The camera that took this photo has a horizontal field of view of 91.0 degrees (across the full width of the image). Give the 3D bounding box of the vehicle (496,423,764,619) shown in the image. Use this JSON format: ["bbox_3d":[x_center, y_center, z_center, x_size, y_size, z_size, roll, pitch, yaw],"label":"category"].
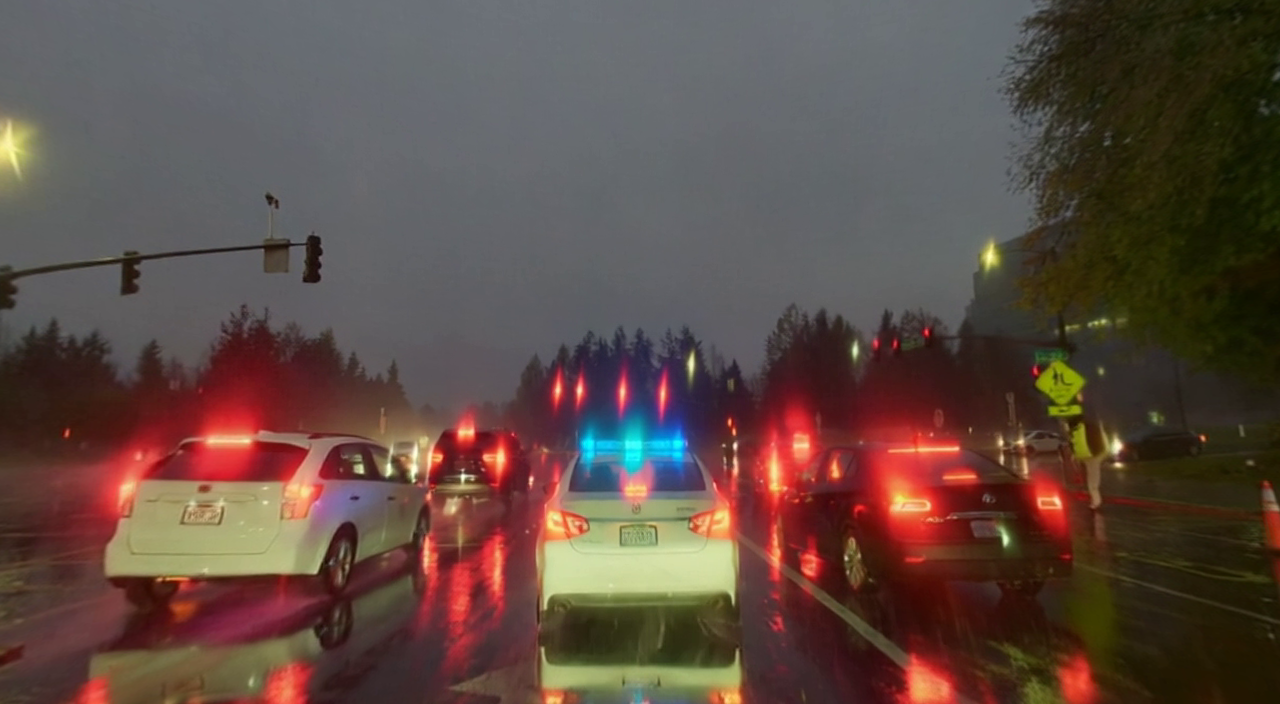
[{"bbox_3d":[-0.122,1.626,7.084,2.061,1.486,4.332,0,-8,-1],"label":"vehicle"}]

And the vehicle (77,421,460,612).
[{"bbox_3d":[-3.595,1.630,7.156,1.863,1.526,4.006,0,-8,0],"label":"vehicle"}]

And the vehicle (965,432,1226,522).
[{"bbox_3d":[9.349,2.575,13.584,1.957,1.576,4.670,0,-9,-3],"label":"vehicle"}]
